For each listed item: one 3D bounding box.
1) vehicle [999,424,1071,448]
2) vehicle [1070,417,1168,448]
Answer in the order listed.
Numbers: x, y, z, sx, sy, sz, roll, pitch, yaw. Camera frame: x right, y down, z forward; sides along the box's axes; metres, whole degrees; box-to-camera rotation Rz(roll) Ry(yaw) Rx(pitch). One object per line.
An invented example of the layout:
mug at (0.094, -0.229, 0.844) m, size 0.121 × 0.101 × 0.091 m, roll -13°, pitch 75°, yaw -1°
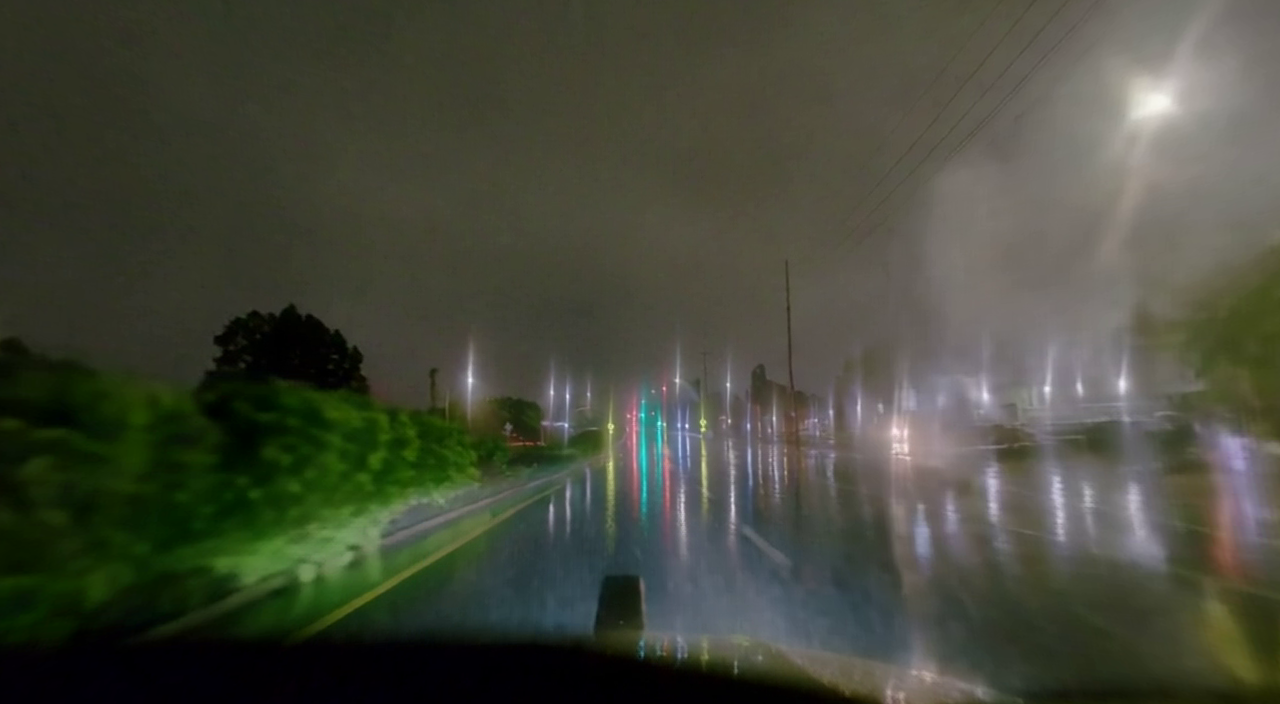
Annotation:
vehicle at (28.488, 6.119, 45.780) m, size 1.868 × 1.599 × 4.741 m, roll 1°, pitch -8°, yaw -4°
vehicle at (33.298, 5.694, 44.190) m, size 2.264 × 2.032 × 5.539 m, roll 0°, pitch -8°, yaw -2°
